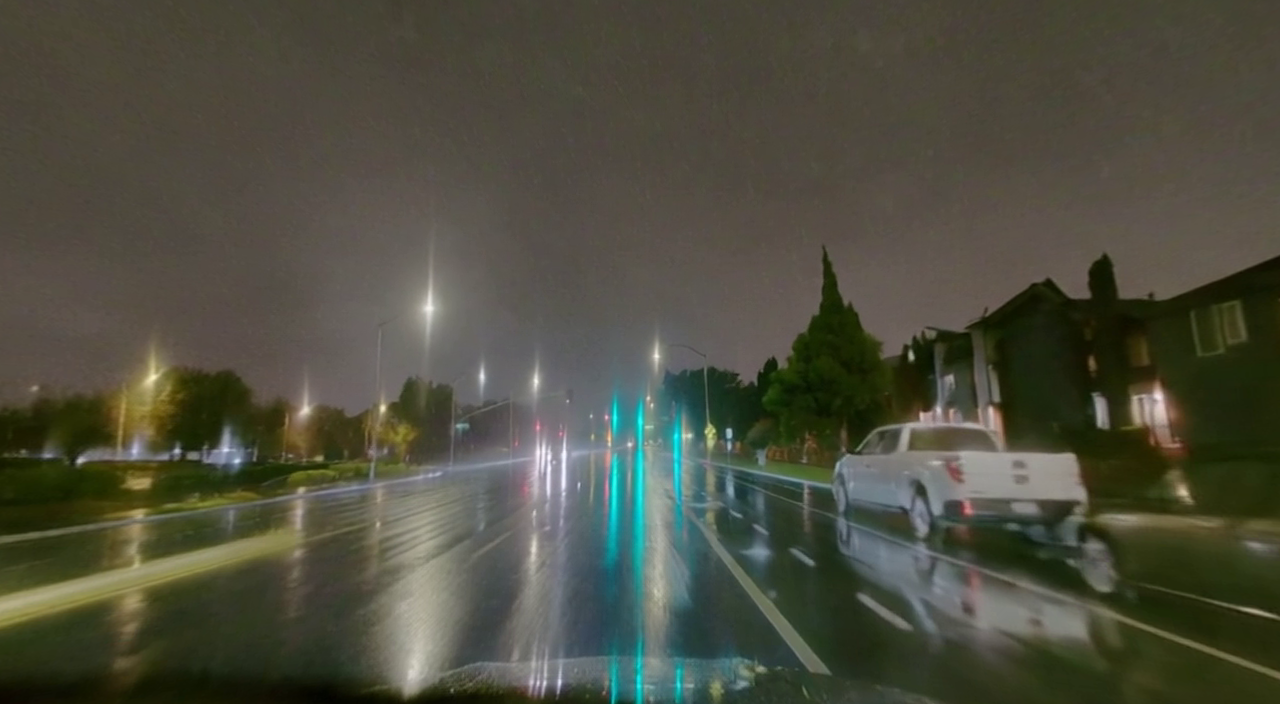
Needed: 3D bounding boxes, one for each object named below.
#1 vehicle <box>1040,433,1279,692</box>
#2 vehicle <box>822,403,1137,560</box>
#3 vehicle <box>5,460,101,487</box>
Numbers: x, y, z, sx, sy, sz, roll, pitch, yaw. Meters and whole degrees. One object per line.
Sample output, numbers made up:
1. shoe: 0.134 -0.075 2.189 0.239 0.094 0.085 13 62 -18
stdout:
1. vehicle: 4.559 1.169 3.454 1.935 1.433 4.241 0 -8 0
2. vehicle: 4.768 1.907 10.107 2.115 1.843 5.141 0 -8 -1
3. vehicle: -35.664 7.348 38.518 3.854 1.476 1.842 5 -10 -31
